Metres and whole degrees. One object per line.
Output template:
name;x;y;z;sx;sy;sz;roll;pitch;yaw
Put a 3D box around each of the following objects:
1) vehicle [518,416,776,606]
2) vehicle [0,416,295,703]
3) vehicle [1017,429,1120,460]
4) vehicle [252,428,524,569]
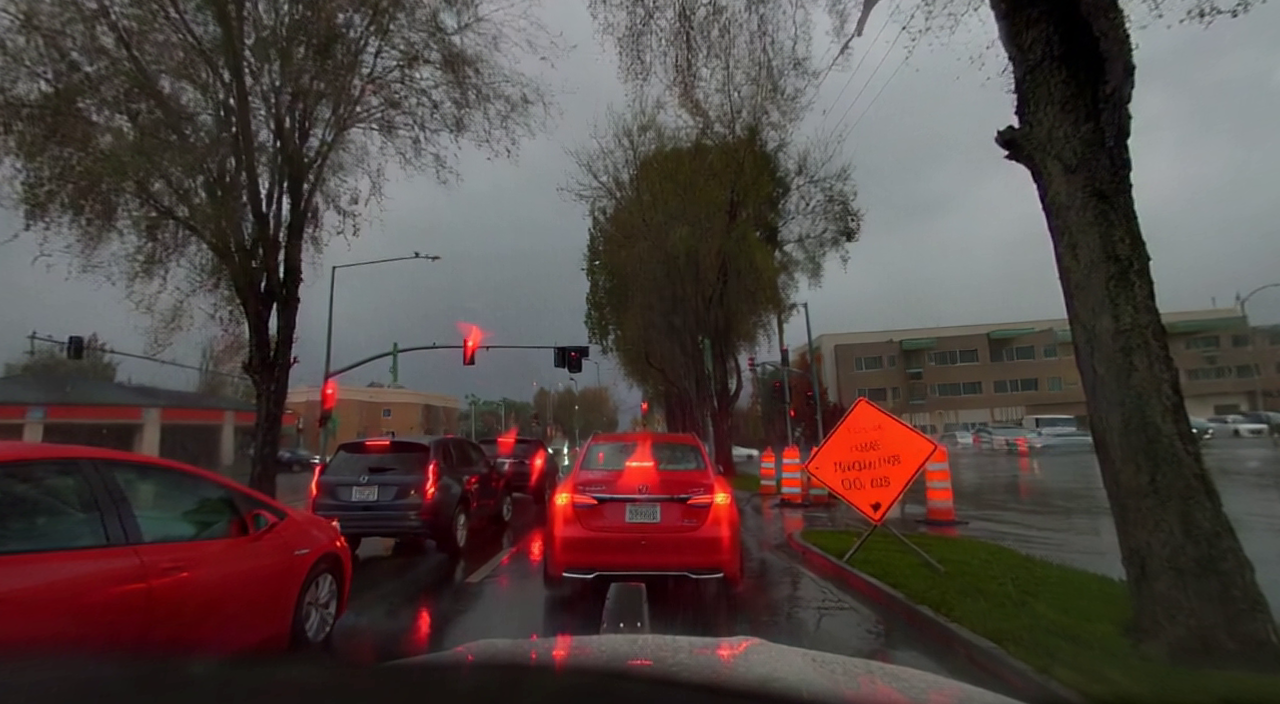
vehicle;0.103;1.619;7.211;2.167;1.560;3.676;0;-9;1
vehicle;-3.591;0.948;2.151;2.064;1.497;4.722;0;-9;1
vehicle;27.669;6.016;40.806;5.082;1.907;2.115;0;-9;1
vehicle;-3.278;1.994;9.450;1.989;1.541;4.626;0;-9;2
